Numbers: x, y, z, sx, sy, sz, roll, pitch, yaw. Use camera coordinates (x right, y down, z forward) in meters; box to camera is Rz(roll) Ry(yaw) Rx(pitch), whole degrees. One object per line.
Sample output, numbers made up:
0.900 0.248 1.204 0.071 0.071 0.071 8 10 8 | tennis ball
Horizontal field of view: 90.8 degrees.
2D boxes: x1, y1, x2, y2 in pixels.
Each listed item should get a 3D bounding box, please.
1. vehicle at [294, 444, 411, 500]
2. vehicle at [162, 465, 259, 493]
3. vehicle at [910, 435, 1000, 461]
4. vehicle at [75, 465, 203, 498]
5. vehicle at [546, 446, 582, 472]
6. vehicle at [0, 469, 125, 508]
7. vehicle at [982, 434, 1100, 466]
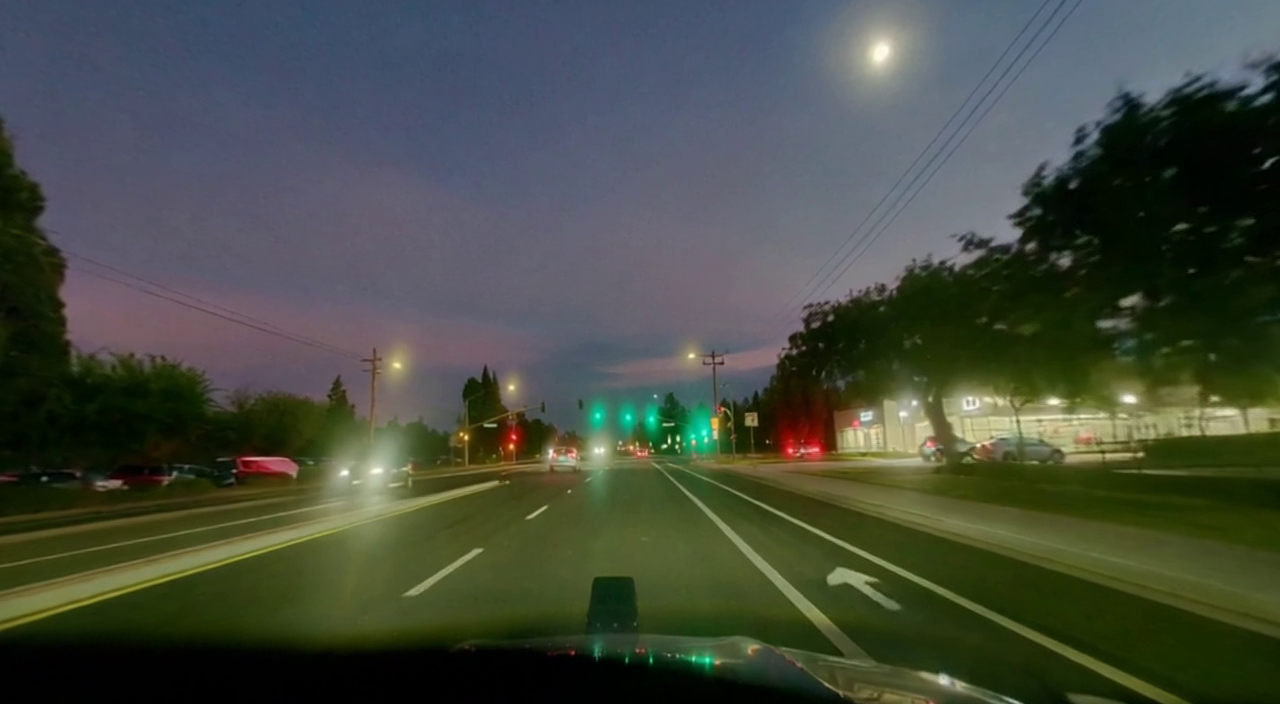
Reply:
-9.902 4.139 22.209 1.971 1.744 4.399 0 -9 1 | vehicle
-25.152 7.429 37.096 4.217 1.466 1.999 0 -9 0 | vehicle
19.109 5.833 38.438 4.481 1.482 1.814 0 -9 -2 | vehicle
-25.382 6.541 32.111 4.756 1.501 2.023 0 -9 0 | vehicle
-4.430 6.311 37.434 1.928 1.451 4.219 0 -9 -4 | vehicle
-25.040 5.807 27.024 4.410 1.477 1.838 -1 -9 1 | vehicle
19.708 4.852 31.205 4.505 1.481 1.870 0 -9 0 | vehicle
